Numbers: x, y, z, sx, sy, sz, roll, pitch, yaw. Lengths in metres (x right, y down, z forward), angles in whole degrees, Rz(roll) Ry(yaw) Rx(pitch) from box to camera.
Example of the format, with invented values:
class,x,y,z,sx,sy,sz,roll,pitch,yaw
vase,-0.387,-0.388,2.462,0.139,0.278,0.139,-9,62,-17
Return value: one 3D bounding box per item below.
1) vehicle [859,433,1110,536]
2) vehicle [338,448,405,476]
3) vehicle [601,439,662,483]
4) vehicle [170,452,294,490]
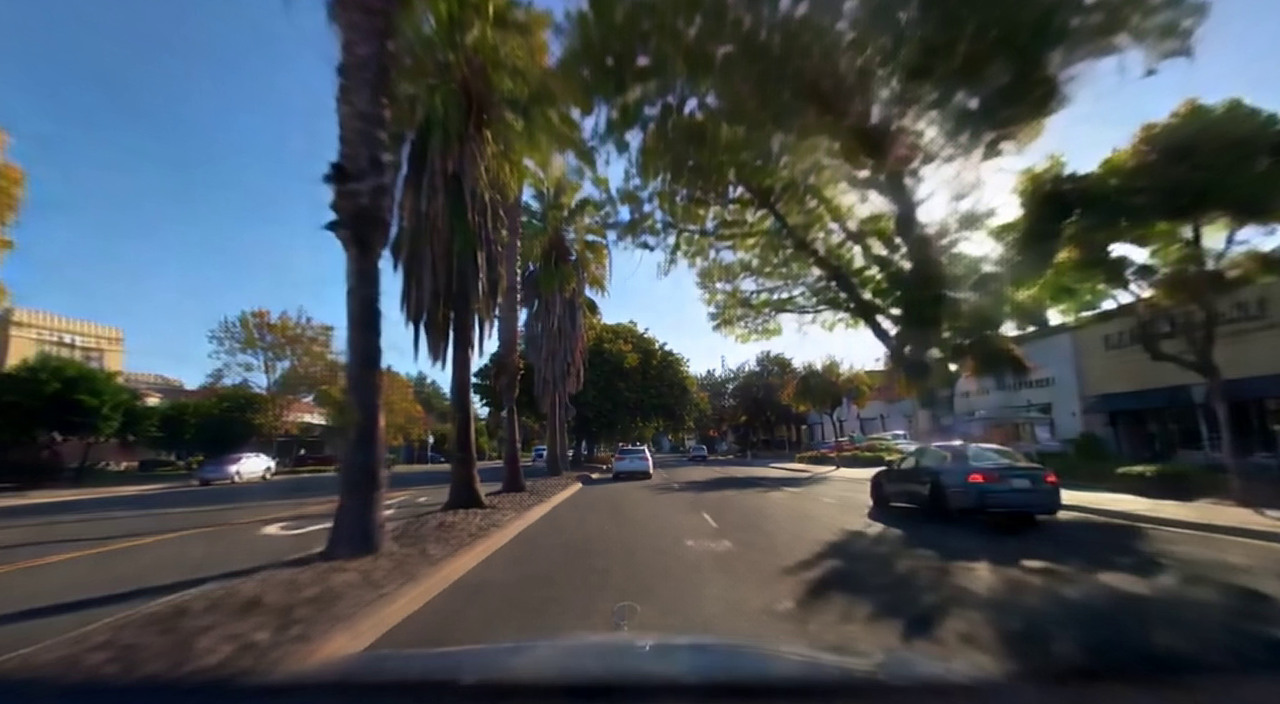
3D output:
class,x,y,z,sx,sy,sz,roll,pitch,yaw
vehicle,6.302,2.461,12.407,2.244,1.618,4.585,0,-9,-1
vehicle,-15.101,6.181,35.788,2.015,1.509,4.295,0,-9,-2
vehicle,-0.315,4.114,24.058,2.106,1.496,3.964,0,-9,-1
vehicle,-18.399,5.332,28.767,1.968,1.524,4.390,-3,-9,18
